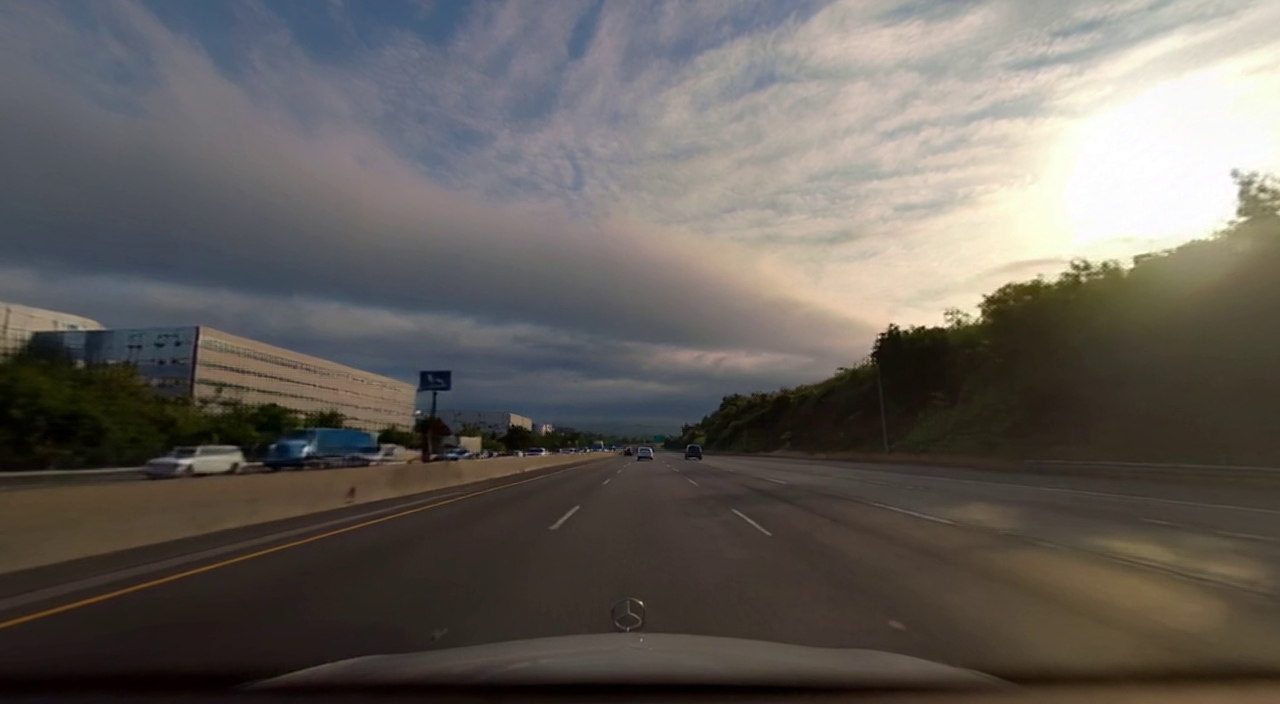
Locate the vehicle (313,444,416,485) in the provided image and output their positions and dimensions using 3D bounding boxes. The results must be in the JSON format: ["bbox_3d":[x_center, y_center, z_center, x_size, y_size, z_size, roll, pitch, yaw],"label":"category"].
[{"bbox_3d":[-10.917,4.478,25.383,2.064,1.477,4.488,0,-9,1],"label":"vehicle"}]

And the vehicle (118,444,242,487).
[{"bbox_3d":[-18.799,4.640,26.055,1.803,1.585,4.350,0,-9,0],"label":"vehicle"}]

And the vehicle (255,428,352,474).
[{"bbox_3d":[-20.455,6.089,38.801,2.352,2.598,6.329,0,-9,1],"label":"vehicle"}]
